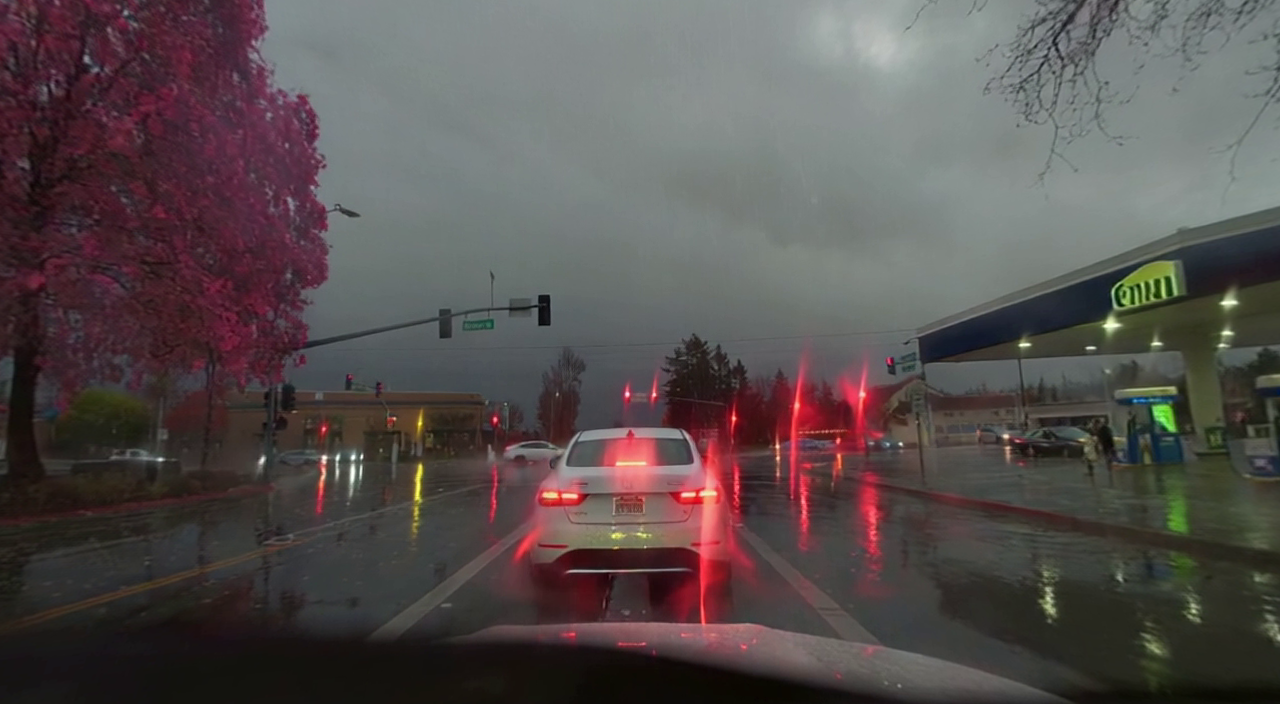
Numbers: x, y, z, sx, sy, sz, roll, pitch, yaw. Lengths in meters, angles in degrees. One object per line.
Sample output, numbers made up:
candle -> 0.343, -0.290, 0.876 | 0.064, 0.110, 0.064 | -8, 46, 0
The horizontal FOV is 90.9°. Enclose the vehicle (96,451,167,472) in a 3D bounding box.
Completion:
vehicle -> -38.615, 8.299, 47.915 | 3.975, 1.563, 1.755 | -1, -8, 5

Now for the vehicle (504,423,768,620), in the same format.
vehicle -> -0.039, 1.595, 6.911 | 2.010, 1.482, 4.057 | 0, -8, 0

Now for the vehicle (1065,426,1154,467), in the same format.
vehicle -> 18.566, 3.718, 24.859 | 4.091, 1.495, 2.053 | 8, -12, -44
